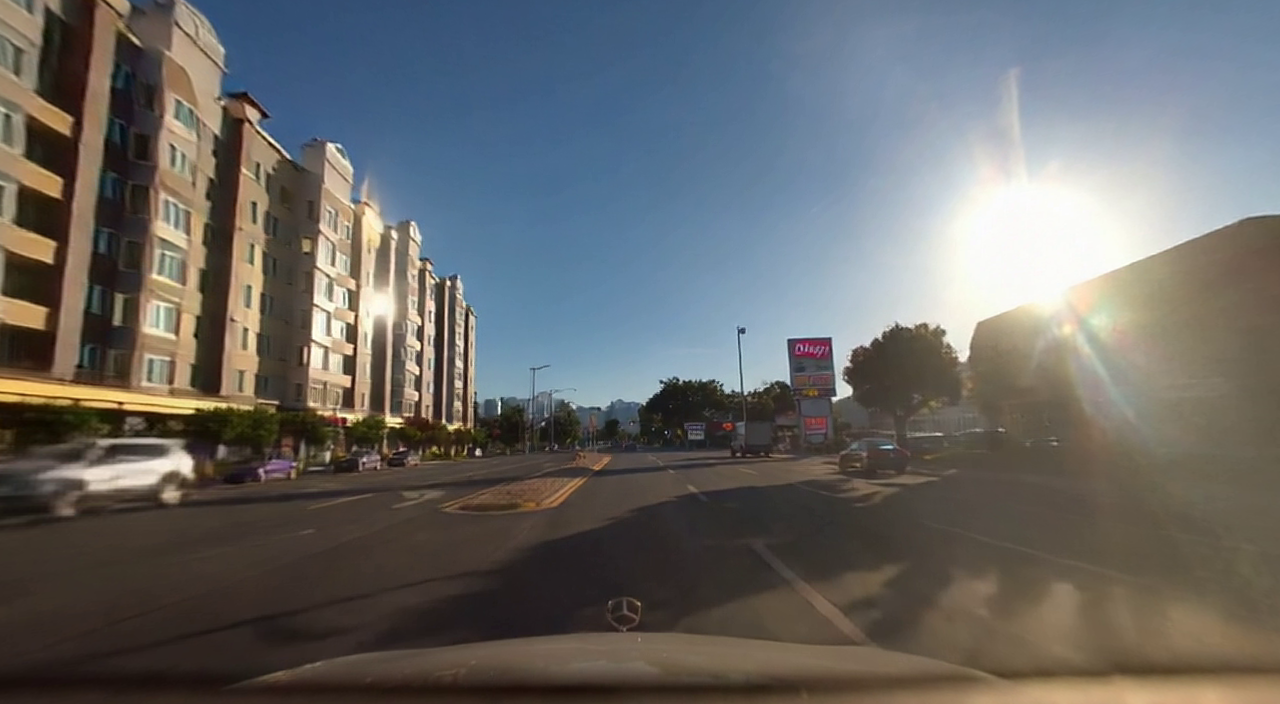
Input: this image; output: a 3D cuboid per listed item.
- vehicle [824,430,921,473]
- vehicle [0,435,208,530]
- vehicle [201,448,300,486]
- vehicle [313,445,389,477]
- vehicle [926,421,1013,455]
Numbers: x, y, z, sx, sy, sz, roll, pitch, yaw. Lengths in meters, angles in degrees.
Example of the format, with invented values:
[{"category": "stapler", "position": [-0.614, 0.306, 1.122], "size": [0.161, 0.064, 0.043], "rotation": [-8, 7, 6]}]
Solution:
[{"category": "vehicle", "position": [9.972, 4.298, 27.595], "size": [2.183, 1.698, 5.010], "rotation": [1, -8, -2]}, {"category": "vehicle", "position": [-12.295, 2.758, 13.995], "size": [2.262, 1.732, 4.501], "rotation": [0, -8, -1]}, {"category": "vehicle", "position": [-19.222, 5.667, 31.440], "size": [2.167, 1.700, 4.406], "rotation": [-1, -9, -2]}, {"category": "vehicle", "position": [-19.244, 7.226, 42.406], "size": [2.247, 1.820, 5.907], "rotation": [-4, -9, 1]}, {"category": "vehicle", "position": [19.210, 5.090, 37.205], "size": [2.067, 1.804, 5.183], "rotation": [0, -8, -3]}]
